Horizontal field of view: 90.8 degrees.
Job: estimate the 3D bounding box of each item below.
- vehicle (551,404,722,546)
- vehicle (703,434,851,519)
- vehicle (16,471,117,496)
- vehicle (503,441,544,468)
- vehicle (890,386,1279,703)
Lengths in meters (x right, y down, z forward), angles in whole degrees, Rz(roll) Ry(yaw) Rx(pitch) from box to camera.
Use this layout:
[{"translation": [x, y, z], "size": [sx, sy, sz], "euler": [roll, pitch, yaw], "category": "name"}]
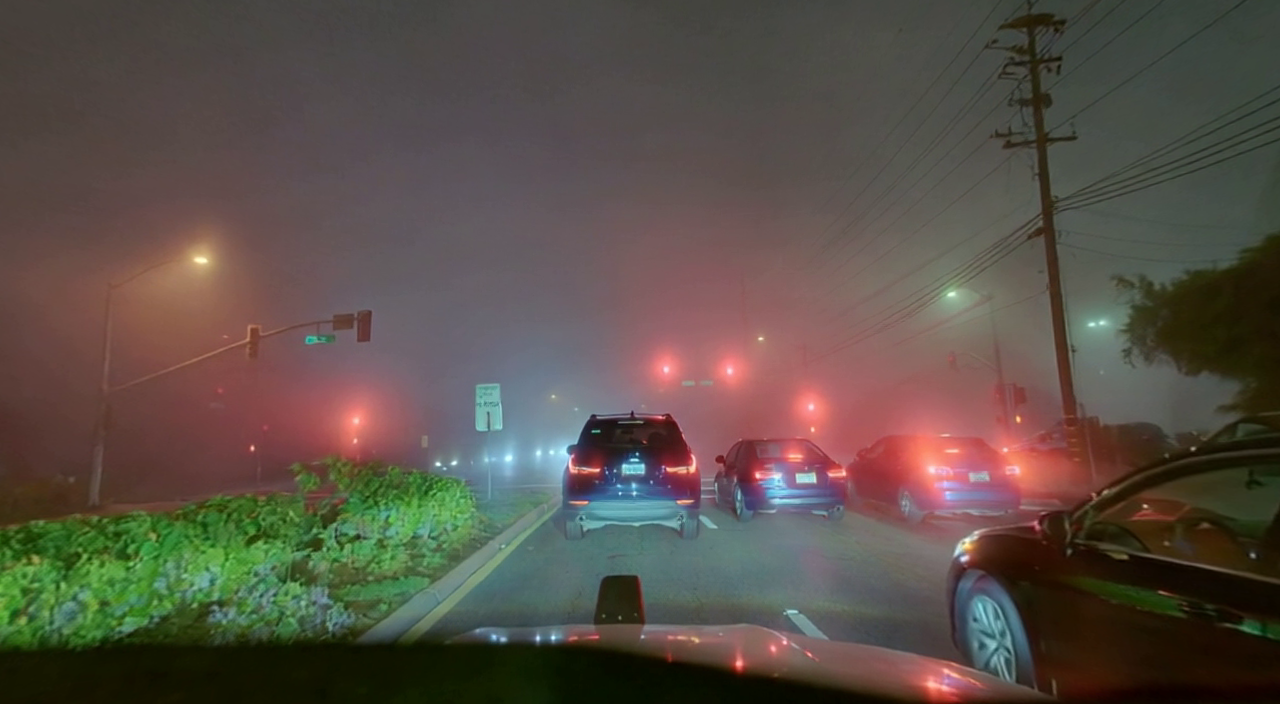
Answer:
[{"translation": [-0.114, 1.976, 10.794], "size": [2.236, 1.856, 4.816], "euler": [0, -9, -2], "category": "vehicle"}, {"translation": [2.659, 2.544, 13.451], "size": [2.025, 1.477, 4.333], "euler": [0, -9, -2], "category": "vehicle"}, {"translation": [-38.332, 8.778, 42.321], "size": [4.569, 1.505, 1.992], "euler": [0, -9, -5], "category": "vehicle"}, {"translation": [-8.802, 7.828, 48.249], "size": [2.184, 1.931, 4.921], "euler": [0, -9, 0], "category": "vehicle"}, {"translation": [2.729, 0.884, 2.098], "size": [2.004, 1.460, 4.297], "euler": [0, -9, 0], "category": "vehicle"}]
